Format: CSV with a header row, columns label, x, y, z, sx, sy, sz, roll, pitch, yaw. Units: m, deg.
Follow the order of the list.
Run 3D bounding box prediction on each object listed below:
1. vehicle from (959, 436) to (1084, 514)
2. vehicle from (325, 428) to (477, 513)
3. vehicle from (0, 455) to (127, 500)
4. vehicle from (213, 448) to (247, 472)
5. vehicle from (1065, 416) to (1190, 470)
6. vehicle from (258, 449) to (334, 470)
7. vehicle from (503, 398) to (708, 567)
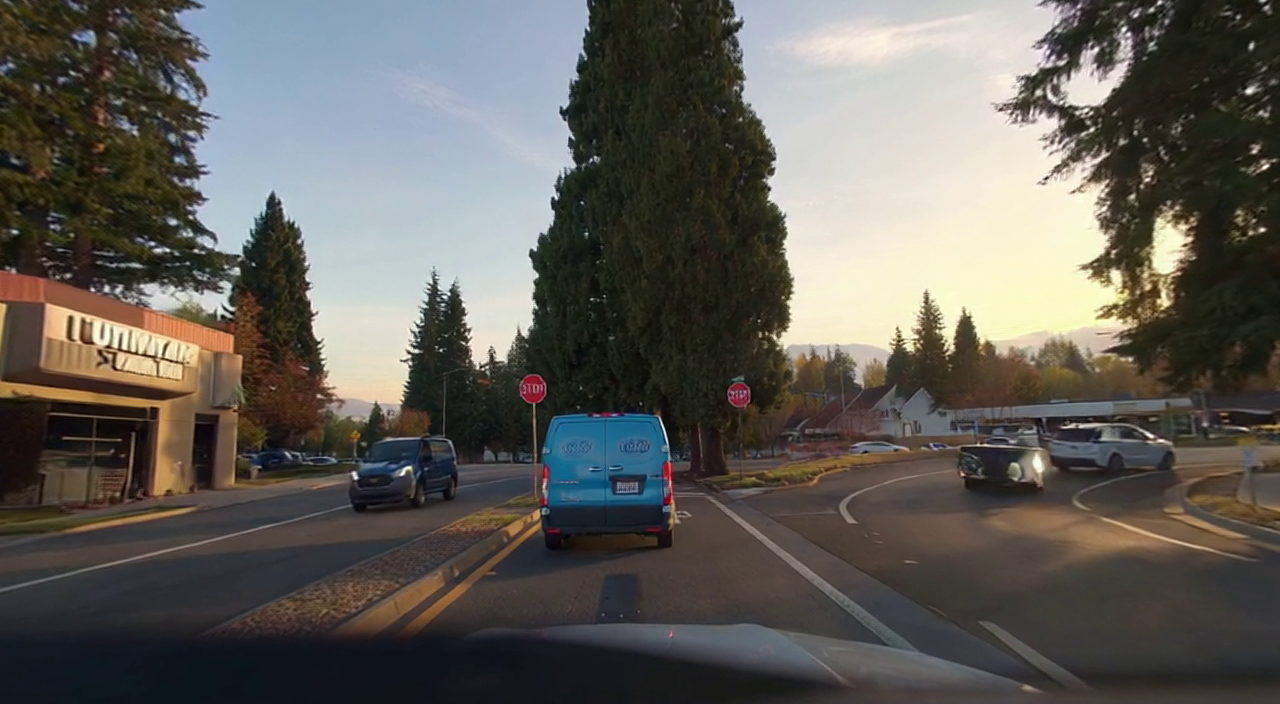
label,x,y,z,sx,sy,sz,roll,pitch,yaw
vehicle,8.817,2.800,14.969,2.079,1.504,4.828,-4,-10,27
vehicle,-5.511,2.780,15.323,1.985,1.710,4.651,0,-9,-2
vehicle,-21.417,4.463,22.877,2.038,1.392,4.362,0,-9,-1
vehicle,-29.927,7.850,46.200,1.913,1.682,4.120,5,-10,-31
vehicle,19.722,3.699,25.517,4.946,1.973,2.204,5,-10,-31
vehicle,-26.128,8.164,48.091,4.670,1.472,1.851,1,-9,-8
vehicle,-0.315,1.769,9.257,2.237,1.828,4.546,0,-9,2
